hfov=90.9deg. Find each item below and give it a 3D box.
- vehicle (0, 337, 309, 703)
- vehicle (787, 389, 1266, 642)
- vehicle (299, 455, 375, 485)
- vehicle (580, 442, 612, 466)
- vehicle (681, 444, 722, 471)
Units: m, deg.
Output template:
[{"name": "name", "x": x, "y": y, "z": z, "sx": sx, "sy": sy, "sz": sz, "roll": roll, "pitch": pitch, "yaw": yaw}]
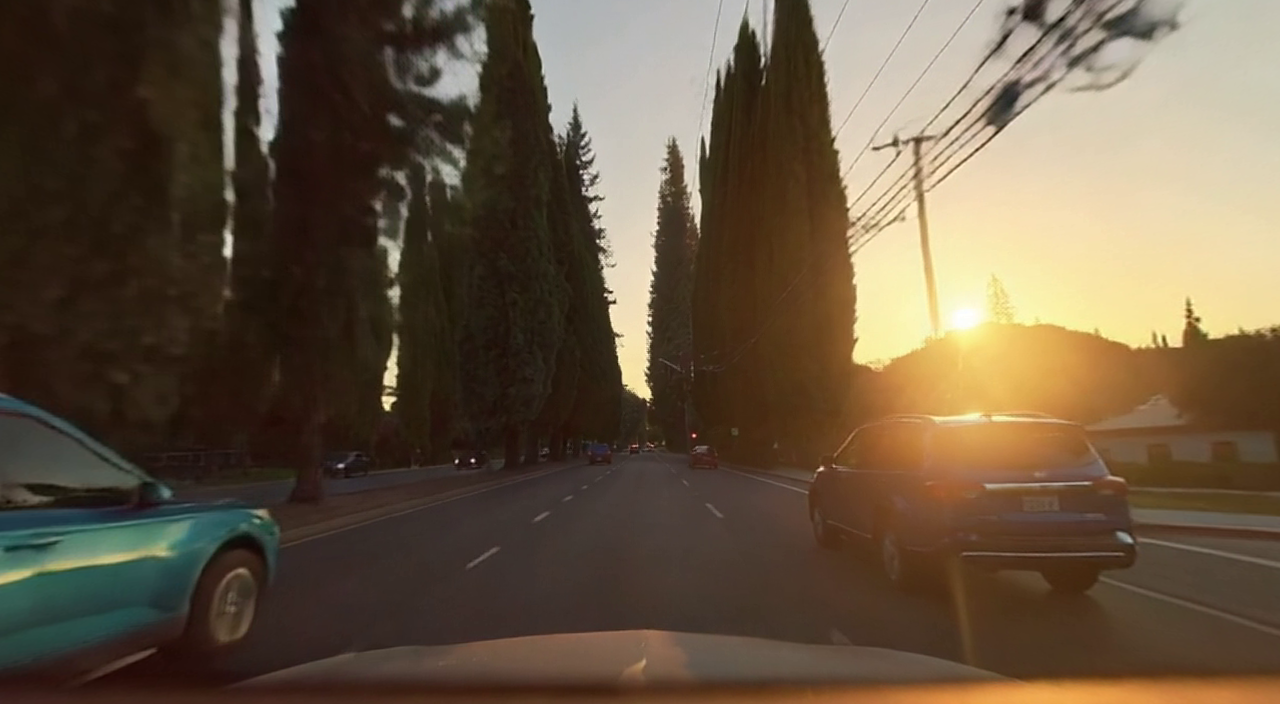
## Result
[{"name": "vehicle", "x": -3.689, "y": 0.842, "z": 2.614, "sx": 2.104, "sy": 1.785, "sz": 4.494, "roll": 0, "pitch": -9, "yaw": 1}, {"name": "vehicle", "x": 3.203, "y": 1.467, "z": 6.665, "sx": 2.182, "sy": 1.744, "sz": 4.464, "roll": 0, "pitch": -9, "yaw": 0}, {"name": "vehicle", "x": -16.201, "y": 6.313, "z": 34.014, "sx": 1.875, "sy": 1.469, "sz": 4.344, "roll": 0, "pitch": -9, "yaw": 1}, {"name": "vehicle", "x": -3.301, "y": 7.718, "z": 48.015, "sx": 2.066, "sy": 1.725, "sz": 4.241, "roll": 0, "pitch": -9, "yaw": 1}, {"name": "vehicle", "x": 3.484, "y": 6.060, "z": 36.329, "sx": 1.906, "sy": 1.468, "sz": 4.422, "roll": 0, "pitch": -9, "yaw": 0}]
